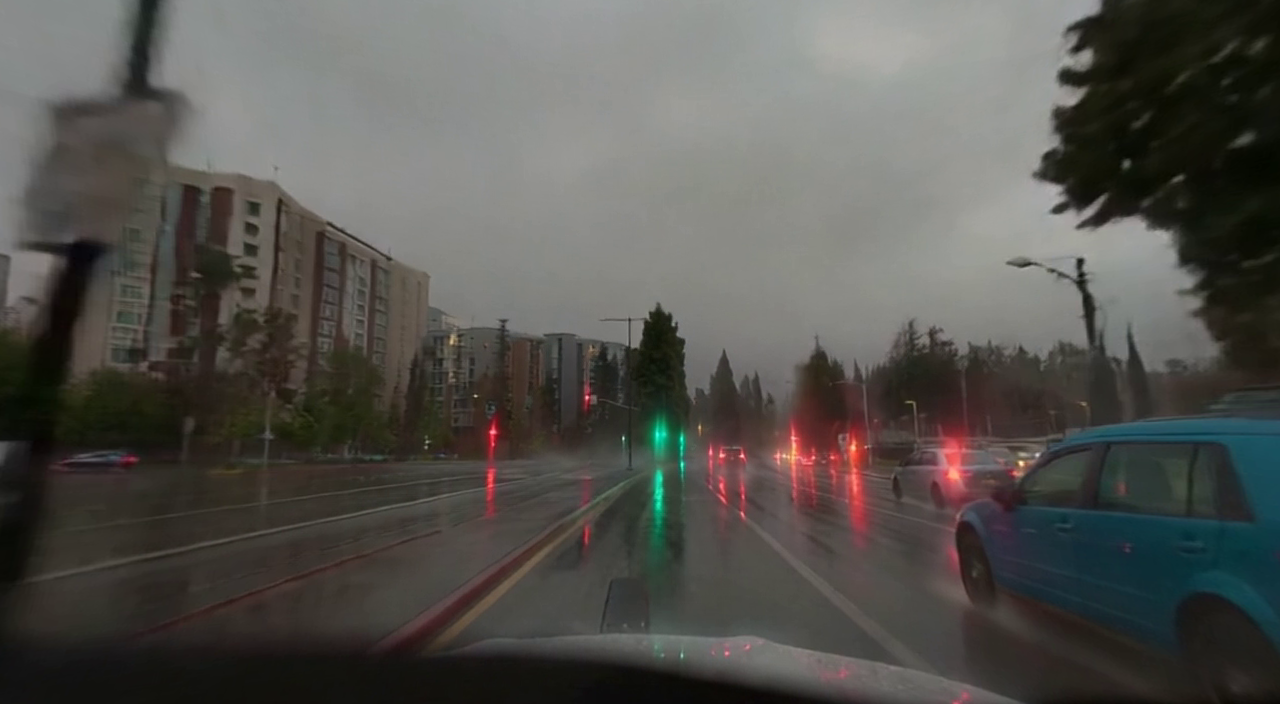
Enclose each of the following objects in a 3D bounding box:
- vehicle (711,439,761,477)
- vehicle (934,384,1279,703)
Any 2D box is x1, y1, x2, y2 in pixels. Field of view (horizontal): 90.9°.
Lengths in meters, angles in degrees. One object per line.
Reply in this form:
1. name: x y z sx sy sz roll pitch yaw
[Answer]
1. vehicle: 4.962 5.540 33.207 2.154 1.844 4.634 -1 -9 3
2. vehicle: 3.554 1.107 3.548 1.901 1.634 3.952 0 -9 1
